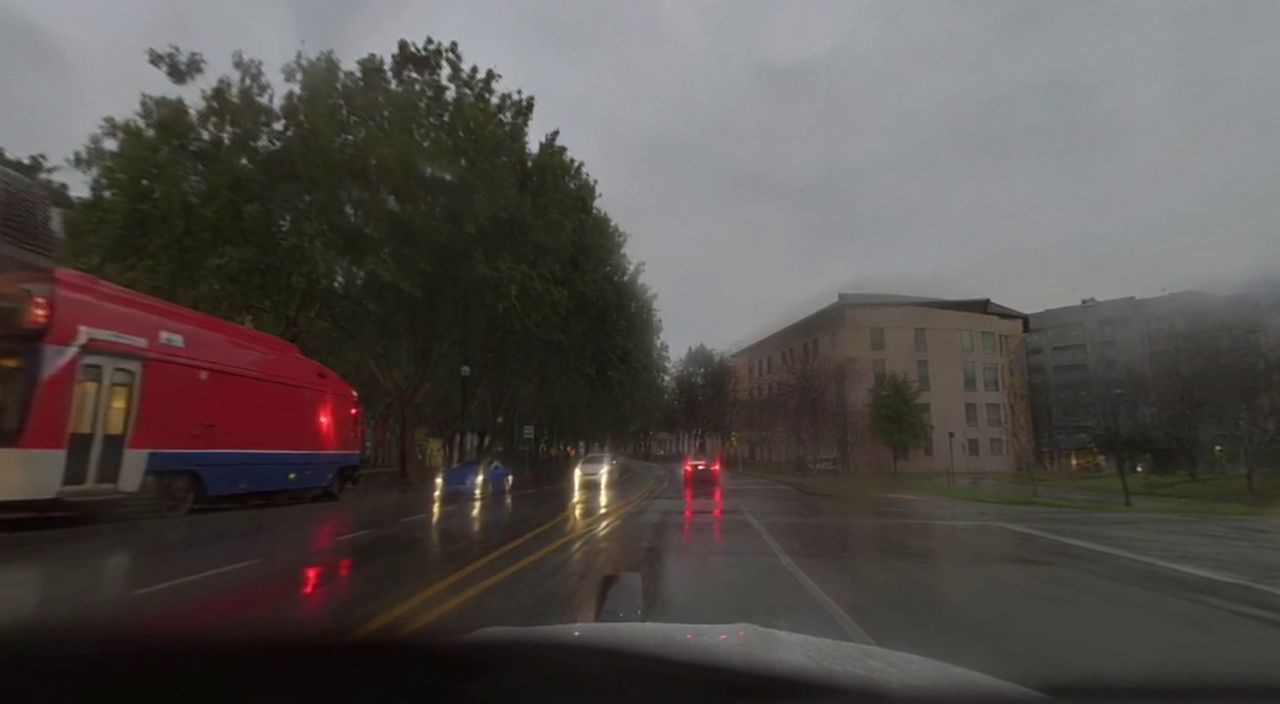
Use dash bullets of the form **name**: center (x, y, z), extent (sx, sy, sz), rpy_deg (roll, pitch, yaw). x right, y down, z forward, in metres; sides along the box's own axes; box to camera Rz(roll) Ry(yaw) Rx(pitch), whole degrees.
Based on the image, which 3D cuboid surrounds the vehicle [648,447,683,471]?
- **vehicle**: center (1.924, 8.350, 49.451), extent (2.010, 1.725, 4.320), rpy_deg (1, -8, -8)

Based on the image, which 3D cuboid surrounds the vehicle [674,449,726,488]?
- **vehicle**: center (2.937, 5.830, 31.952), extent (2.263, 1.765, 4.237), rpy_deg (0, -8, 1)

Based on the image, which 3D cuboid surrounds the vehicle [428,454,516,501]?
- **vehicle**: center (-6.270, 4.739, 24.201), extent (2.042, 1.531, 4.403), rpy_deg (-1, -8, 2)
